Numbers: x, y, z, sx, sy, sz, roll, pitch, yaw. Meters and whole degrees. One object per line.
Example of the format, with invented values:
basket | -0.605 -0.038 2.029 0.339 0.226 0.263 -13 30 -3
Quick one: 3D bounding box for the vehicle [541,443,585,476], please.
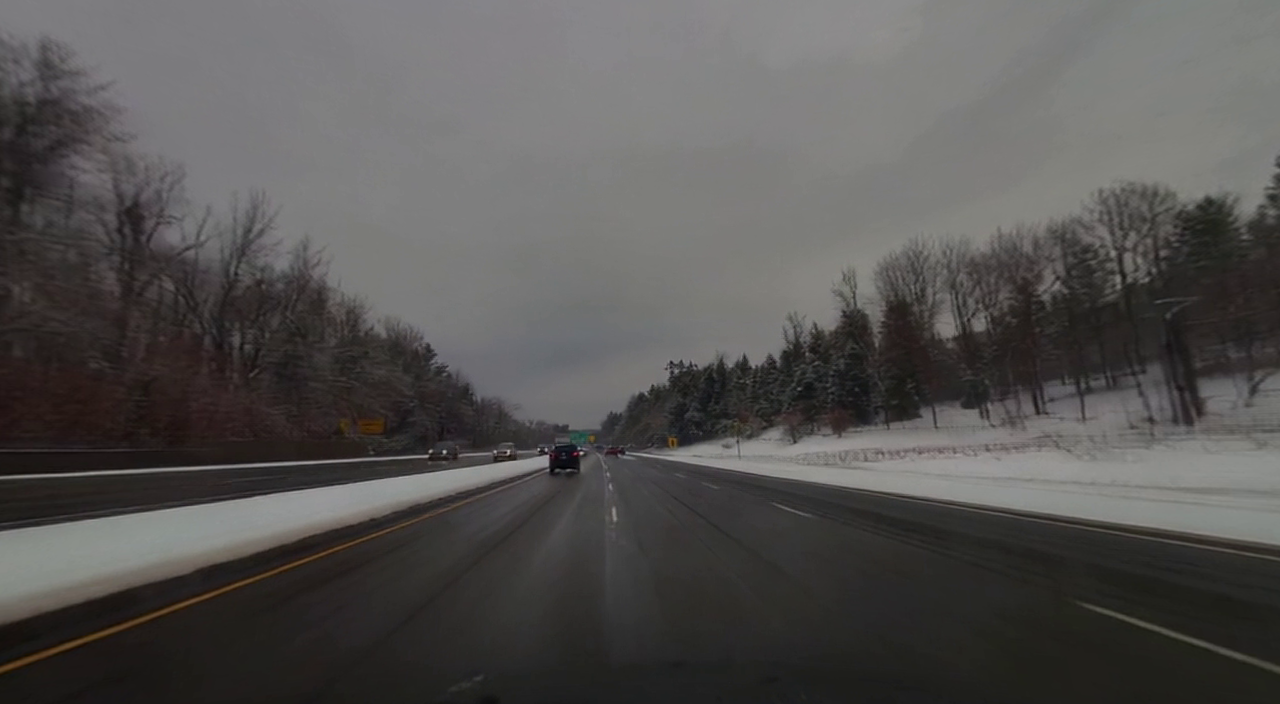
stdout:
vehicle | -4.130 5.827 34.228 2.151 1.693 4.201 0 -9 -4
